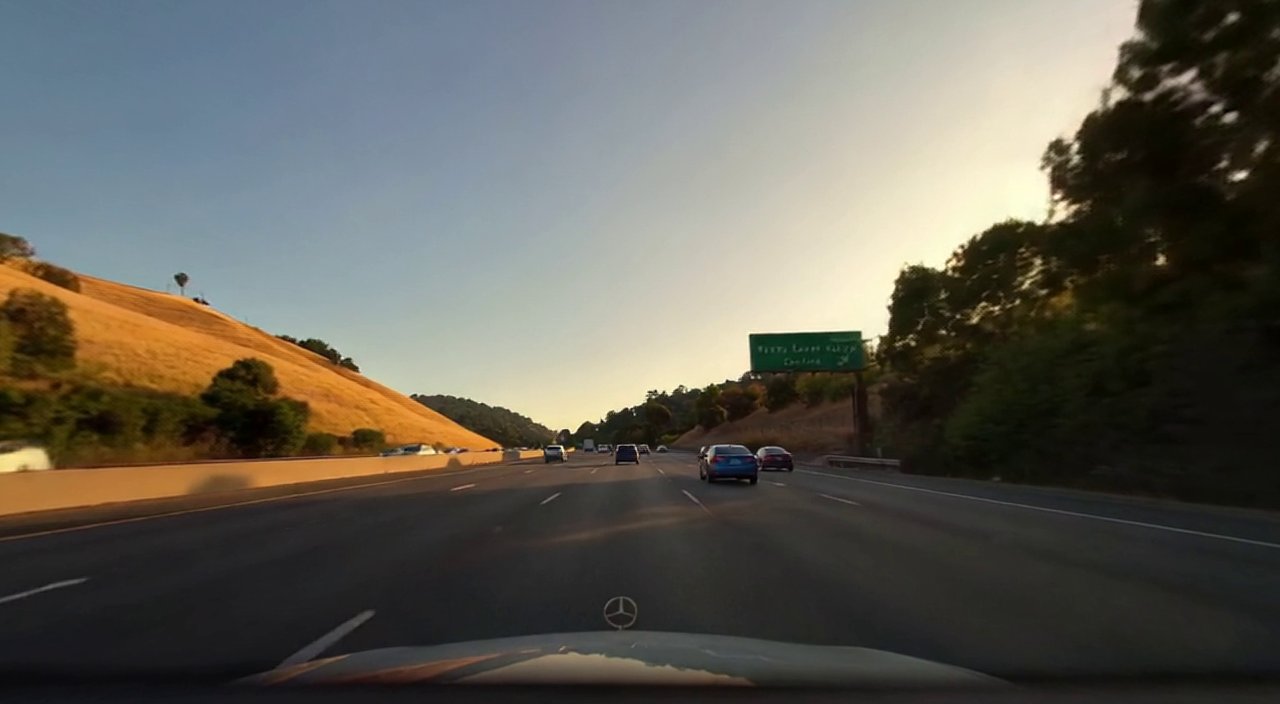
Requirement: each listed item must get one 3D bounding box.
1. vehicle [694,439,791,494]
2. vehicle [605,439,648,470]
[{"bbox_3d":[3.032,3.511,19.803,2.120,1.492,4.734,0,-8,-2],"label":"vehicle"},{"bbox_3d":[-0.756,5.809,35.968,2.277,1.675,4.023,0,-8,-1],"label":"vehicle"}]
